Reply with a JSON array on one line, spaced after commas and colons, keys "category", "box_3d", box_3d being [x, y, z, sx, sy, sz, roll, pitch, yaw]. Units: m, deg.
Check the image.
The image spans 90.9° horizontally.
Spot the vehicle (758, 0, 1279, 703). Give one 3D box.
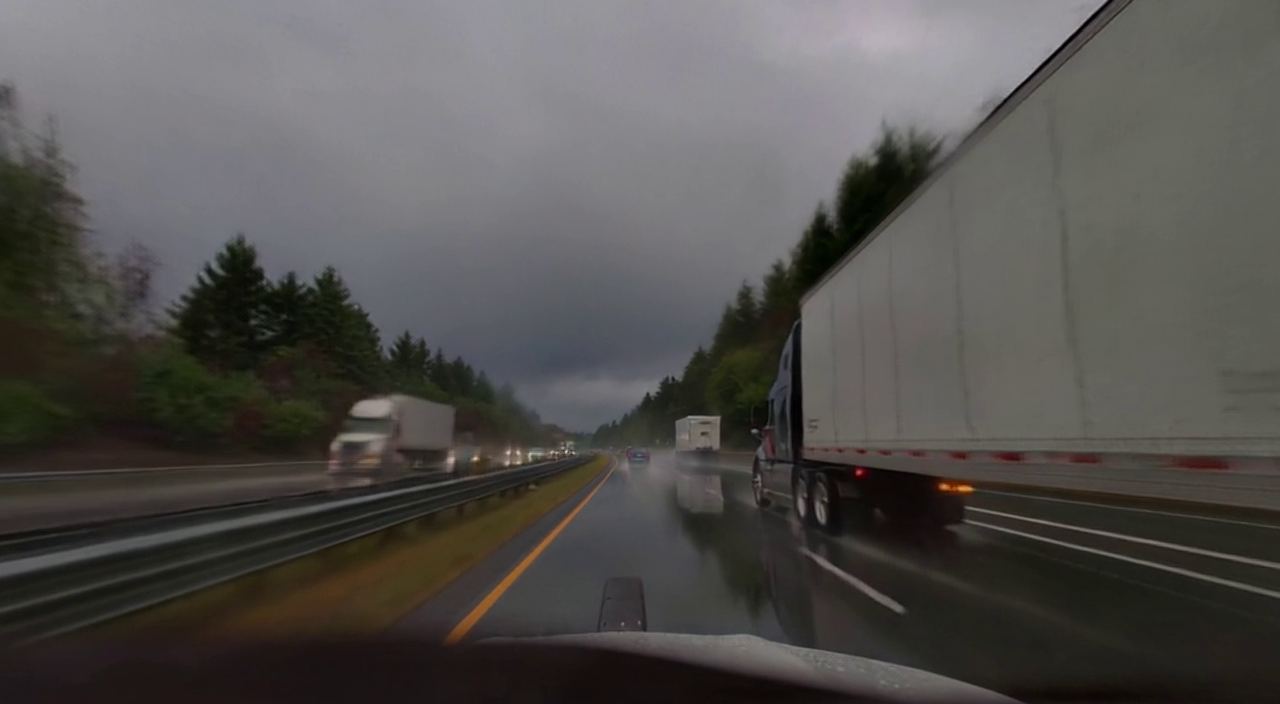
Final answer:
[{"category": "vehicle", "box_3d": [3.771, -0.074, 4.177, 2.883, 4.057, 14.579, 0, -9, -1]}]

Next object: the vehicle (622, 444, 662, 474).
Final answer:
[{"category": "vehicle", "box_3d": [0.078, 5.754, 34.066, 2.051, 1.513, 4.511, 0, -9, -1]}]

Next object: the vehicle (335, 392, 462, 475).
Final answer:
[{"category": "vehicle", "box_3d": [-13.116, 4.733, 35.609, 2.934, 4.014, 10.387, 0, -9, 0]}]

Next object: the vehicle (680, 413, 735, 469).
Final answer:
[{"category": "vehicle", "box_3d": [4.184, 5.707, 40.248, 2.684, 3.263, 5.865, 0, -9, -2]}]
